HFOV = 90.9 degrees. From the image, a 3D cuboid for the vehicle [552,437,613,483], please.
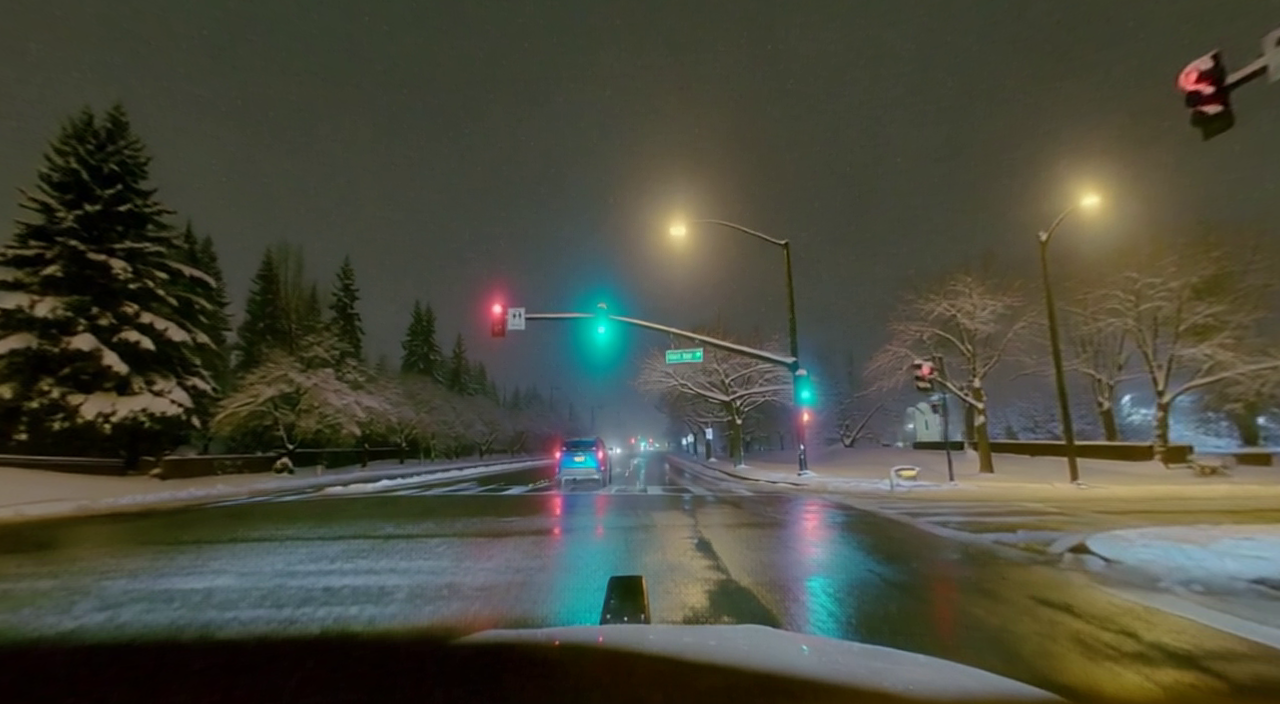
[{"bbox_3d":[-2.371,4.588,27.184,2.123,1.799,4.425,0,-8,1],"label":"vehicle"}]
